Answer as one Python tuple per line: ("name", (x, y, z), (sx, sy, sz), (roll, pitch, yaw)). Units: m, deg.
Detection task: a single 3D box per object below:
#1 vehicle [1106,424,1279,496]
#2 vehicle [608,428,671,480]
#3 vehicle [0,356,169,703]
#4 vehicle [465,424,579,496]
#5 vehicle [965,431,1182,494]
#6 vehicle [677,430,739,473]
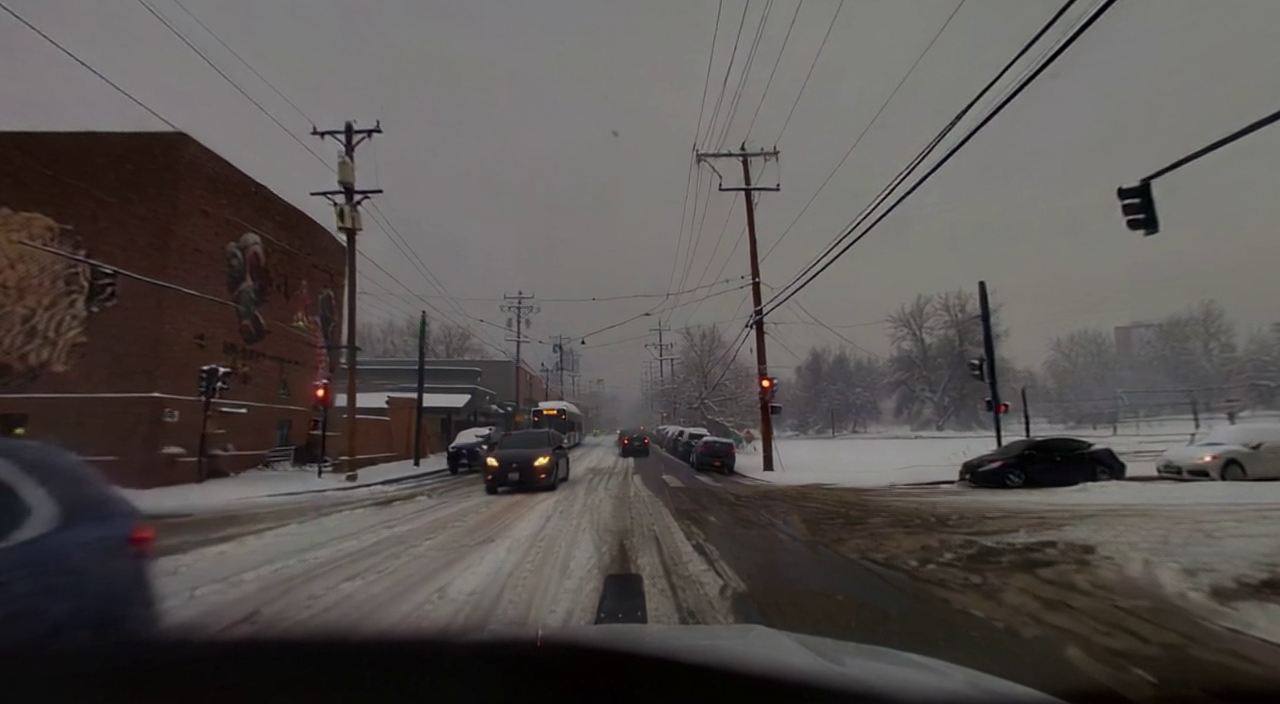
("vehicle", (14.228, 2.493, 14.711), (5.045, 1.527, 2.107), (0, -8, -1))
("vehicle", (-0.054, 3.837, 23.927), (2.190, 1.783, 4.048), (0, -8, -1))
("vehicle", (-3.284, 0.663, 0.960), (2.055, 1.660, 3.954), (0, -8, -1))
("vehicle", (-3.483, 3.372, 20.150), (2.474, 1.926, 5.823), (0, -8, 0))
("vehicle", (12.044, 3.074, 17.823), (4.576, 1.650, 1.980), (0, -8, 2))
("vehicle", (2.922, 4.418, 28.144), (2.171, 1.751, 4.373), (0, -9, -1))
